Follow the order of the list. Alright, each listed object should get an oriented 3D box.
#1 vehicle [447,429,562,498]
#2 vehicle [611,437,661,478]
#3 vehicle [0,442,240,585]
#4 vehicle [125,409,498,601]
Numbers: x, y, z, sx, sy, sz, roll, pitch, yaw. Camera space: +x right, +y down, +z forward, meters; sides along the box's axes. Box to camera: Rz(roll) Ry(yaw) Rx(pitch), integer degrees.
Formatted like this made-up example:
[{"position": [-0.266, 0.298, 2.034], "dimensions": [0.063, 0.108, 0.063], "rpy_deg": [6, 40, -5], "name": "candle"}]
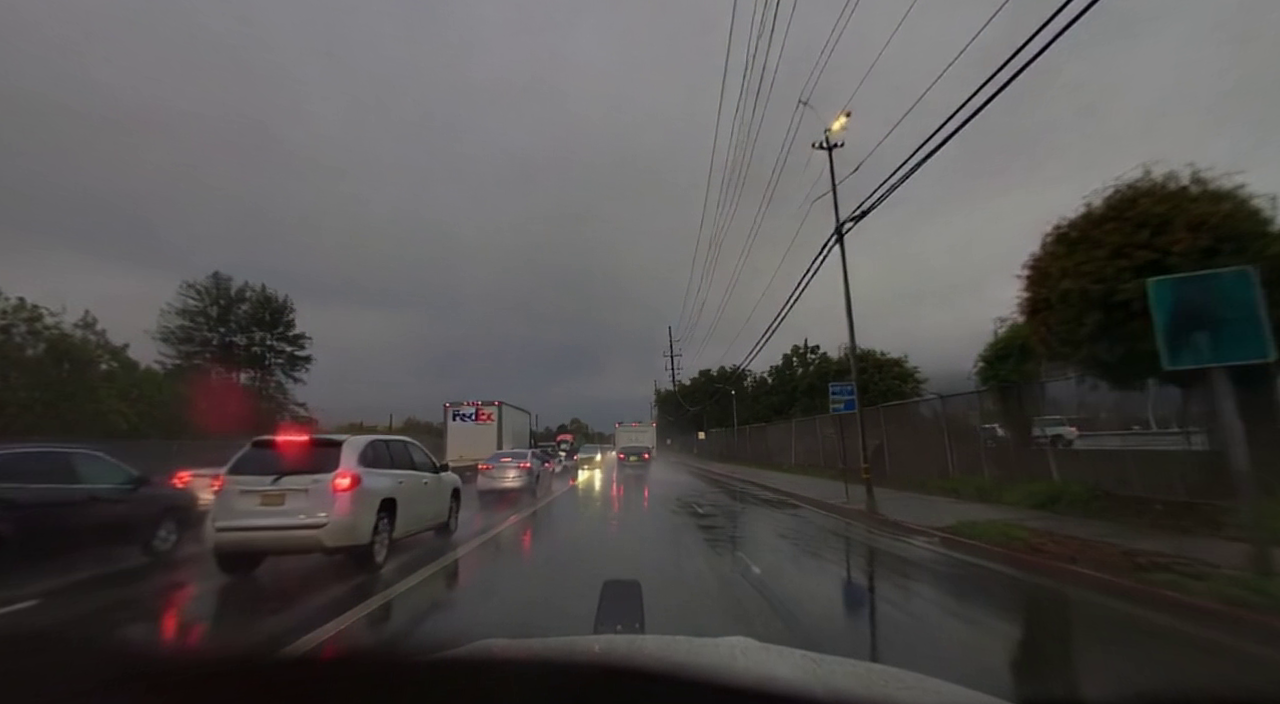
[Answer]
[{"position": [-3.896, 3.317, 19.141], "dimensions": [2.263, 1.803, 4.868], "rpy_deg": [0, -8, 2], "name": "vehicle"}, {"position": [-0.207, 4.706, 28.275], "dimensions": [2.055, 1.671, 4.147], "rpy_deg": [0, -8, -1], "name": "vehicle"}, {"position": [-7.676, 1.894, 7.964], "dimensions": [1.909, 1.473, 5.050], "rpy_deg": [0, -8, 0], "name": "vehicle"}, {"position": [-3.453, 1.707, 8.067], "dimensions": [2.057, 1.673, 4.934], "rpy_deg": [0, -8, 1], "name": "vehicle"}]
